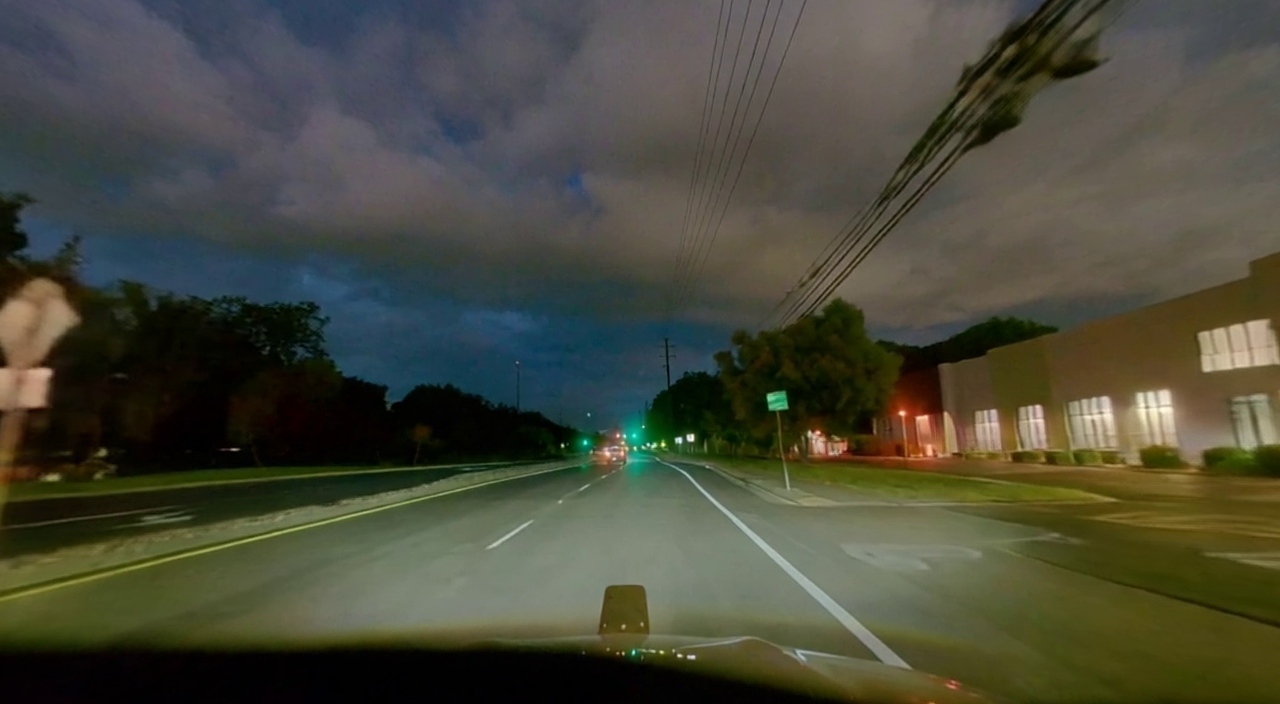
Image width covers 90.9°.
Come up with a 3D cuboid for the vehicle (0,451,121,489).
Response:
[{"bbox_3d":[-25.402,5.085,27.469,1.805,1.461,4.321,0,-9,1],"label":"vehicle"}]
